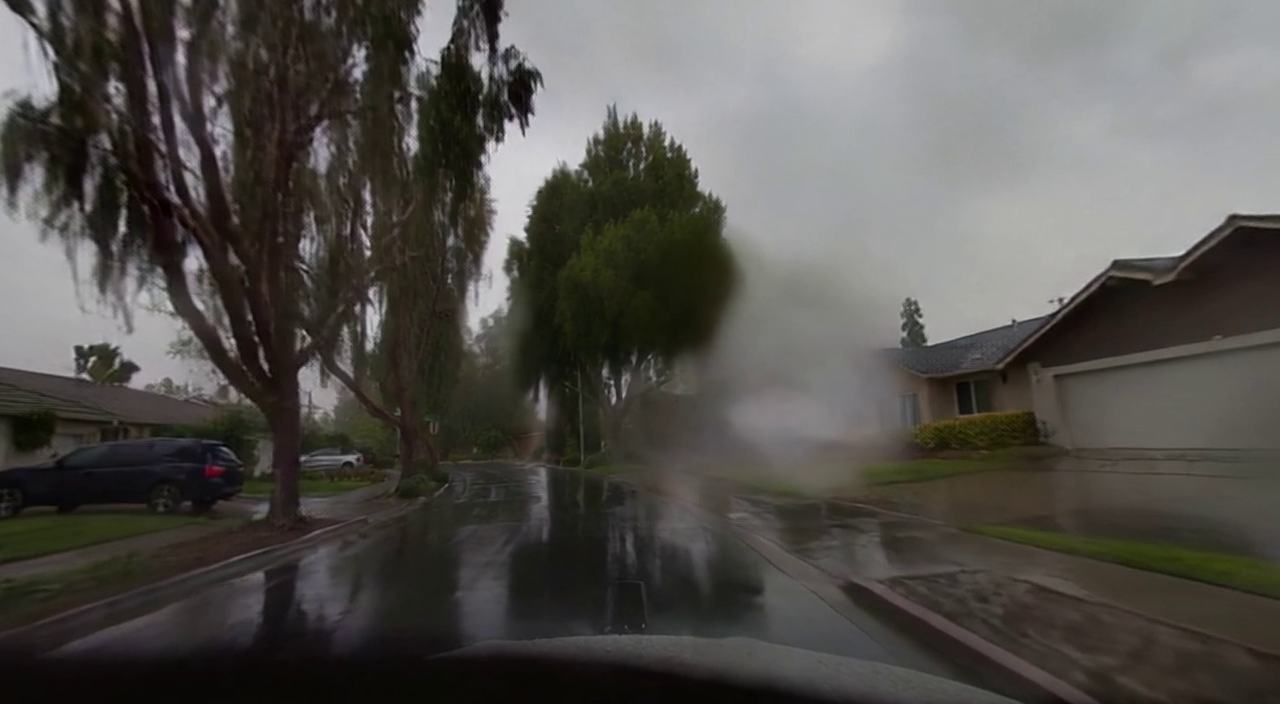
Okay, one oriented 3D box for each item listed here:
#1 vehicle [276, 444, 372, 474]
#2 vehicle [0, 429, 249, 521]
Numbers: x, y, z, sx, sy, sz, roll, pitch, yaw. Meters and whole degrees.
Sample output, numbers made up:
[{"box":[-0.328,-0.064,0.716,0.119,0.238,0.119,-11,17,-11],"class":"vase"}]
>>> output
[{"box":[-17.868,6.060,35.846,4.471,1.638,1.877,2,-9,-14],"class":"vehicle"},{"box":[-12.019,2.723,14.308,4.961,1.757,1.971,1,-9,-19],"class":"vehicle"}]
